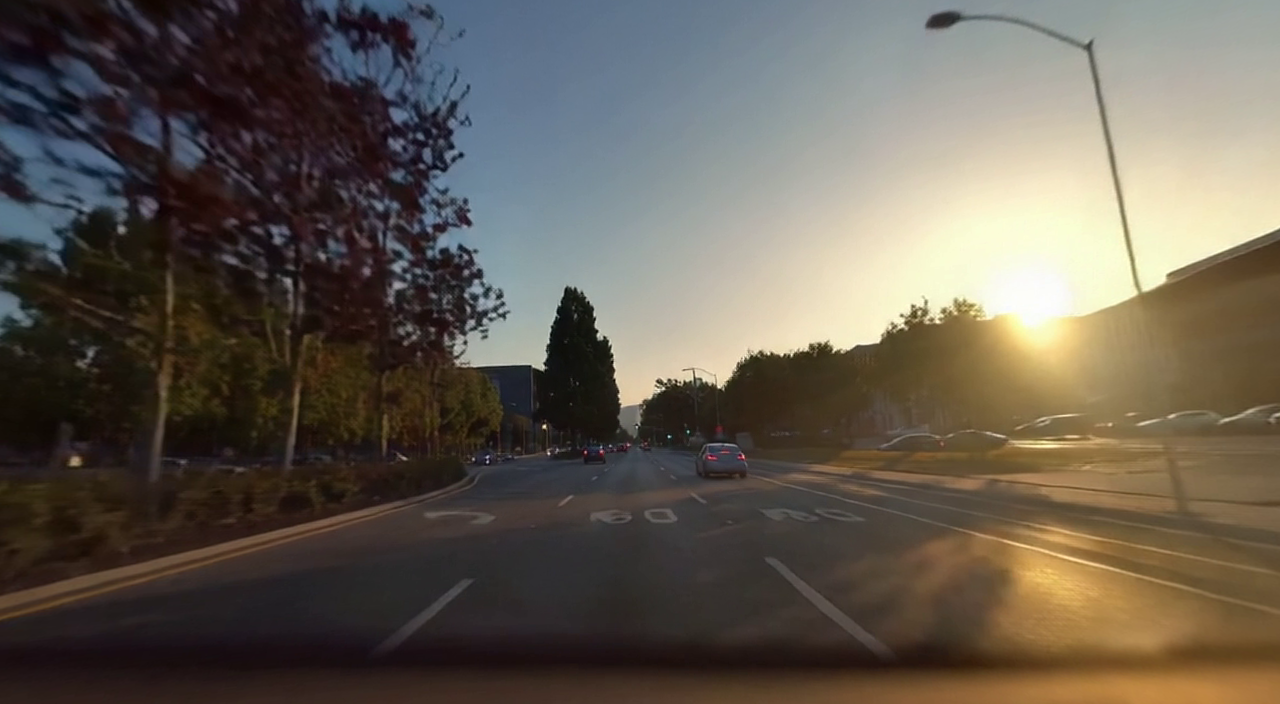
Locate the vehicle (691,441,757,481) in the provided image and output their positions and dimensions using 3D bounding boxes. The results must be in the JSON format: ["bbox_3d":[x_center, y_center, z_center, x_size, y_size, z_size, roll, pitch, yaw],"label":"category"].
[{"bbox_3d":[3.288,4.348,25.599,1.966,1.449,4.290,0,-8,-1],"label":"vehicle"}]
